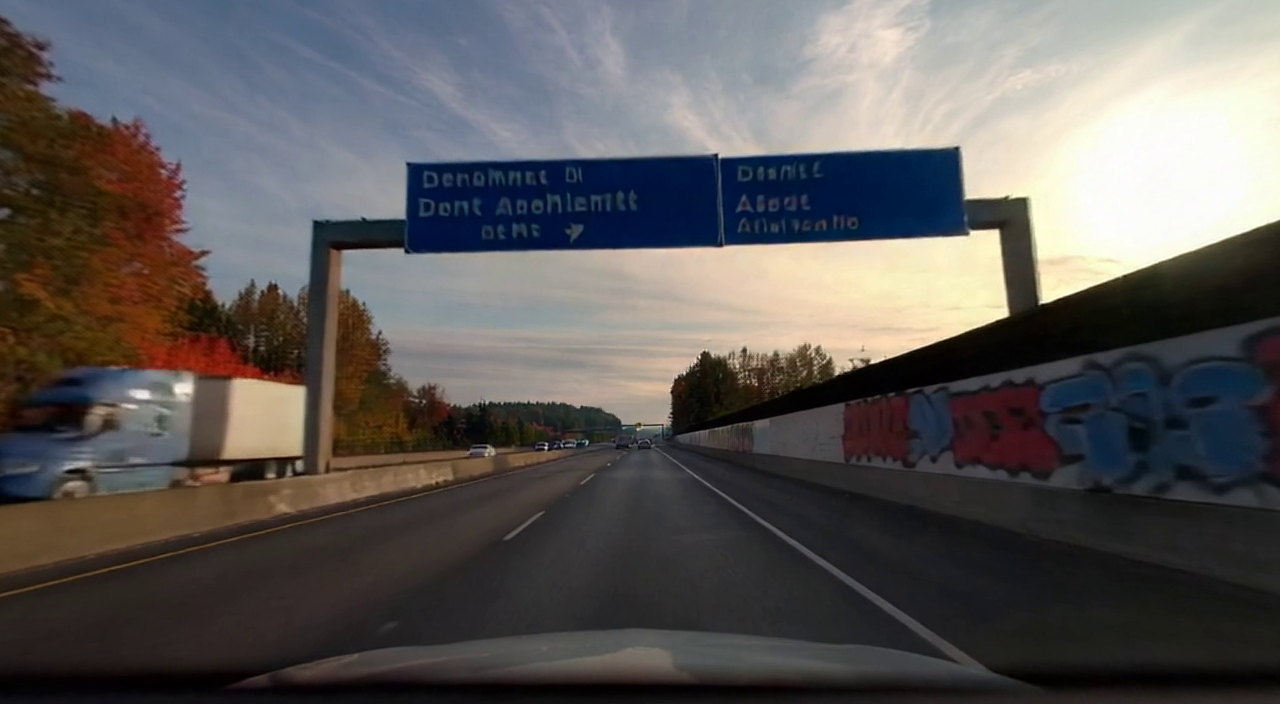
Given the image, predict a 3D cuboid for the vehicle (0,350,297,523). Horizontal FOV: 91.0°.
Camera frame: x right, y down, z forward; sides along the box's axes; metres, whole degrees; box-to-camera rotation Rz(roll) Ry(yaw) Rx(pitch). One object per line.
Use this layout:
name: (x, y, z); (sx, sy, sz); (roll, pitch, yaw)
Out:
vehicle: (-14.689, 2.556, 18.927); (2.975, 3.820, 9.856); (0, -8, 1)
